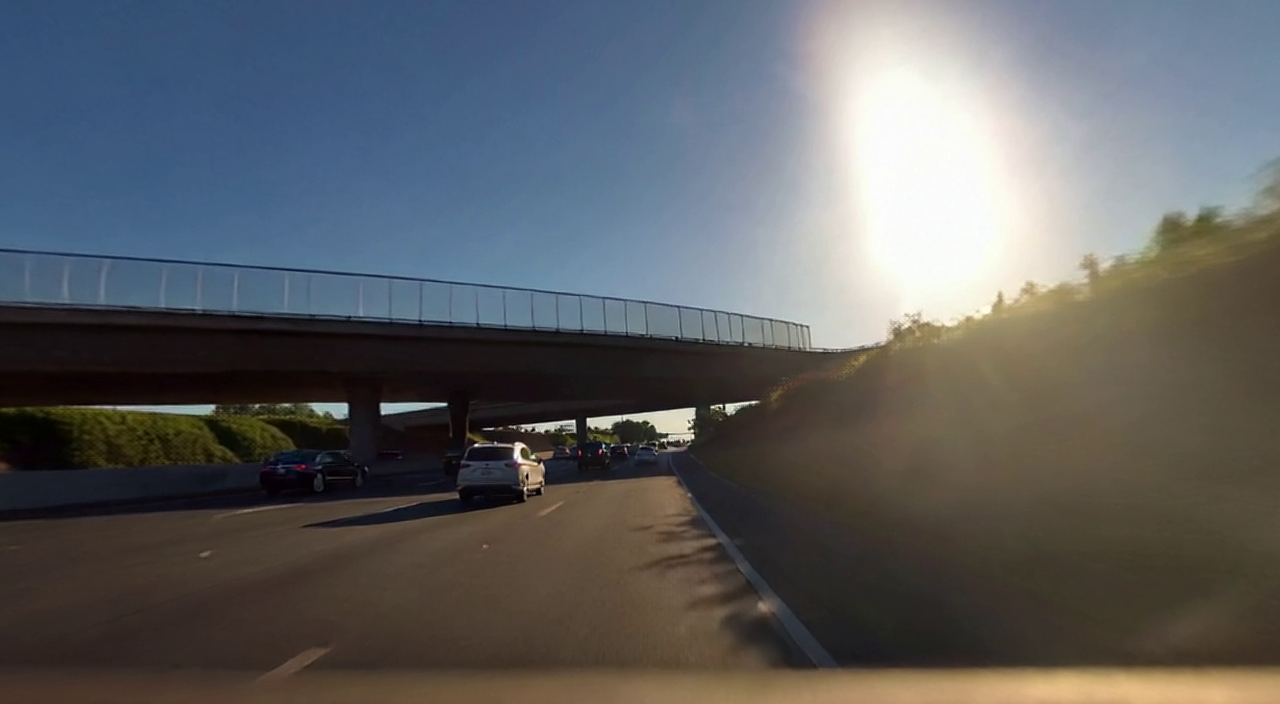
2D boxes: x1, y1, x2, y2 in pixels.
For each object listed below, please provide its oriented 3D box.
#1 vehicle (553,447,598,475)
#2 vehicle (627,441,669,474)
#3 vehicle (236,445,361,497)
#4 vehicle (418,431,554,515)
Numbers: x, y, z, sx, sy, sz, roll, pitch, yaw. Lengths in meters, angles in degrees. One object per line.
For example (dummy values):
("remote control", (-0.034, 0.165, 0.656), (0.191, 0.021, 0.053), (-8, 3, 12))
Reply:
("vehicle", (-3.652, 6.214, 36.139), (1.997, 1.490, 4.471), (0, -8, 2))
("vehicle", (0.431, 5.706, 34.149), (2.160, 1.678, 4.178), (0, -8, 0))
("vehicle", (-12.017, 4.174, 22.495), (1.954, 1.640, 4.339), (0, -8, 1))
("vehicle", (-3.585, 2.897, 15.643), (2.161, 1.759, 4.482), (0, -8, 1))
